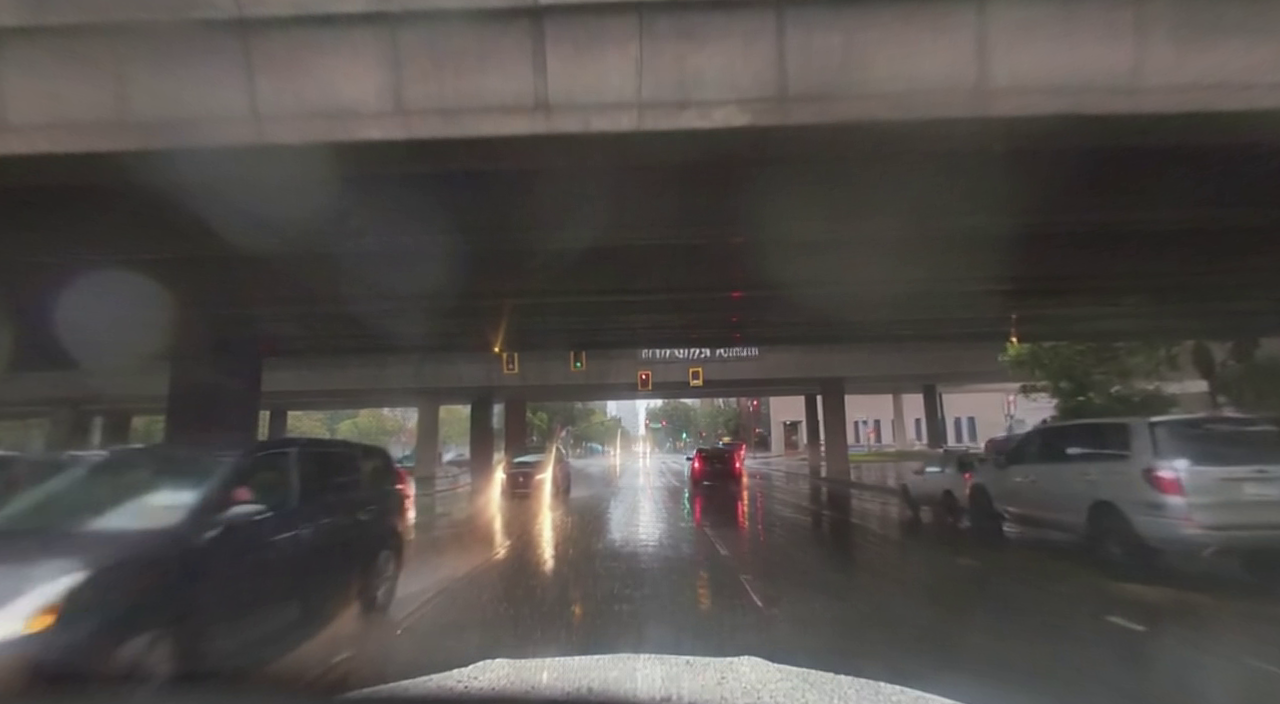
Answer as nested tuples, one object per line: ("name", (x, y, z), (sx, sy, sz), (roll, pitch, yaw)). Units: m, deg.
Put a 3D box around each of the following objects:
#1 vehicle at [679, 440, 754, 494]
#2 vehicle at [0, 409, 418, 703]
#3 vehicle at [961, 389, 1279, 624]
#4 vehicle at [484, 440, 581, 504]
("vehicle", (2.399, 3.727, 20.823), (1.947, 1.576, 3.825), (0, -8, 0))
("vehicle", (-3.514, 1.359, 4.842), (2.137, 1.586, 4.201), (0, -8, -1))
("vehicle", (6.277, 1.669, 7.805), (2.284, 2.048, 4.379), (-1, -8, 1))
("vehicle", (-3.020, 3.468, 18.678), (2.076, 1.653, 4.152), (-1, -8, 1))
